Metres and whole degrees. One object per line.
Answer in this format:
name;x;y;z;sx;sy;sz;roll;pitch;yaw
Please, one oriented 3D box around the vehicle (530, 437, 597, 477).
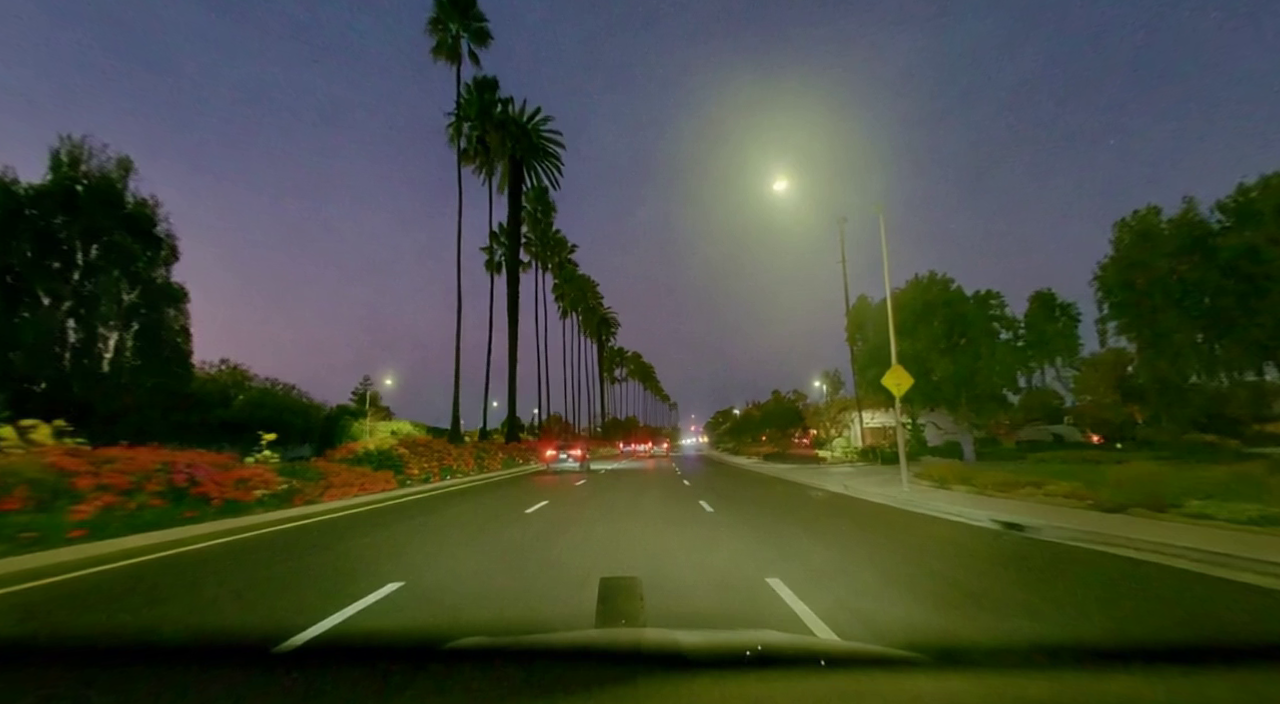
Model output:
vehicle;-3.015;4.280;25.759;2.036;1.478;4.508;0;-8;2
